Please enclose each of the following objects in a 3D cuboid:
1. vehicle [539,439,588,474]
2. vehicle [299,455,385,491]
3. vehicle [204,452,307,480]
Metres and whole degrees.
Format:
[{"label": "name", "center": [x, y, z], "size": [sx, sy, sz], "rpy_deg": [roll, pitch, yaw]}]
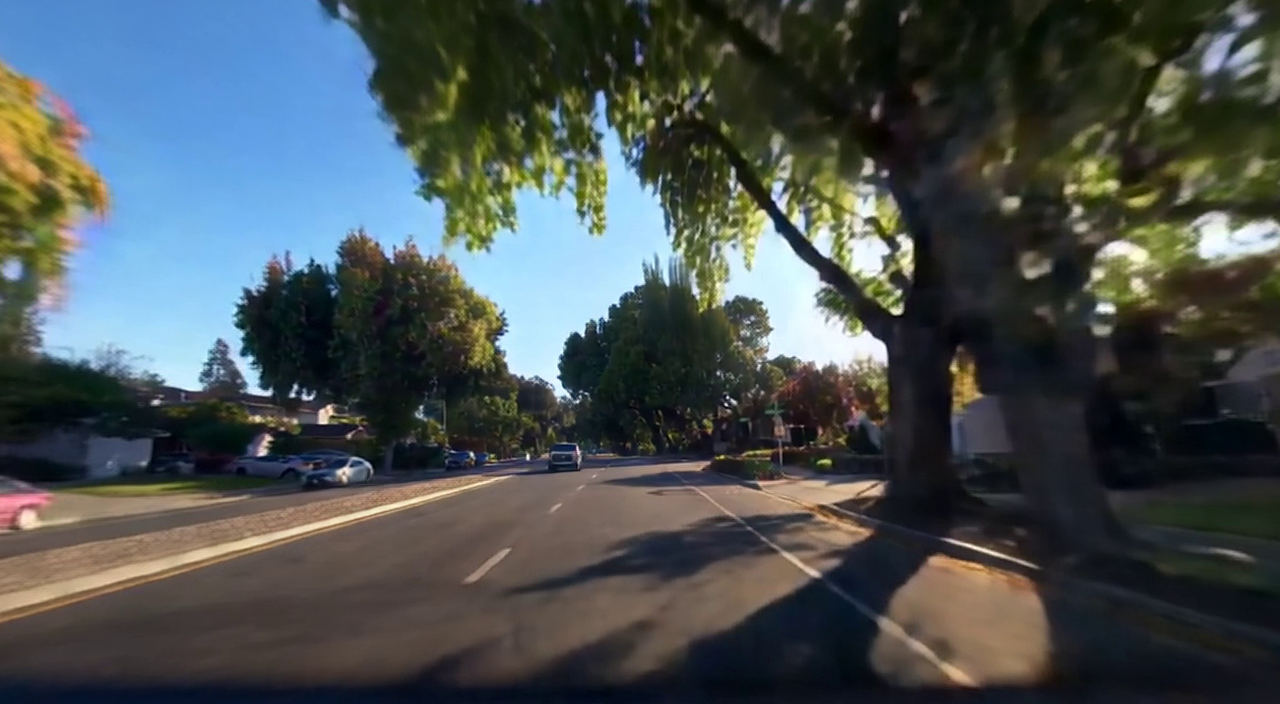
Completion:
[{"label": "vehicle", "center": [-4.045, 5.583, 33.995], "size": [2.135, 1.731, 4.232], "rpy_deg": [0, -8, 0]}, {"label": "vehicle", "center": [-14.299, 5.810, 30.636], "size": [1.900, 1.494, 4.730], "rpy_deg": [0, -8, -1]}, {"label": "vehicle", "center": [-21.722, 6.438, 35.756], "size": [4.669, 1.464, 1.879], "rpy_deg": [-1, -9, 6]}]
